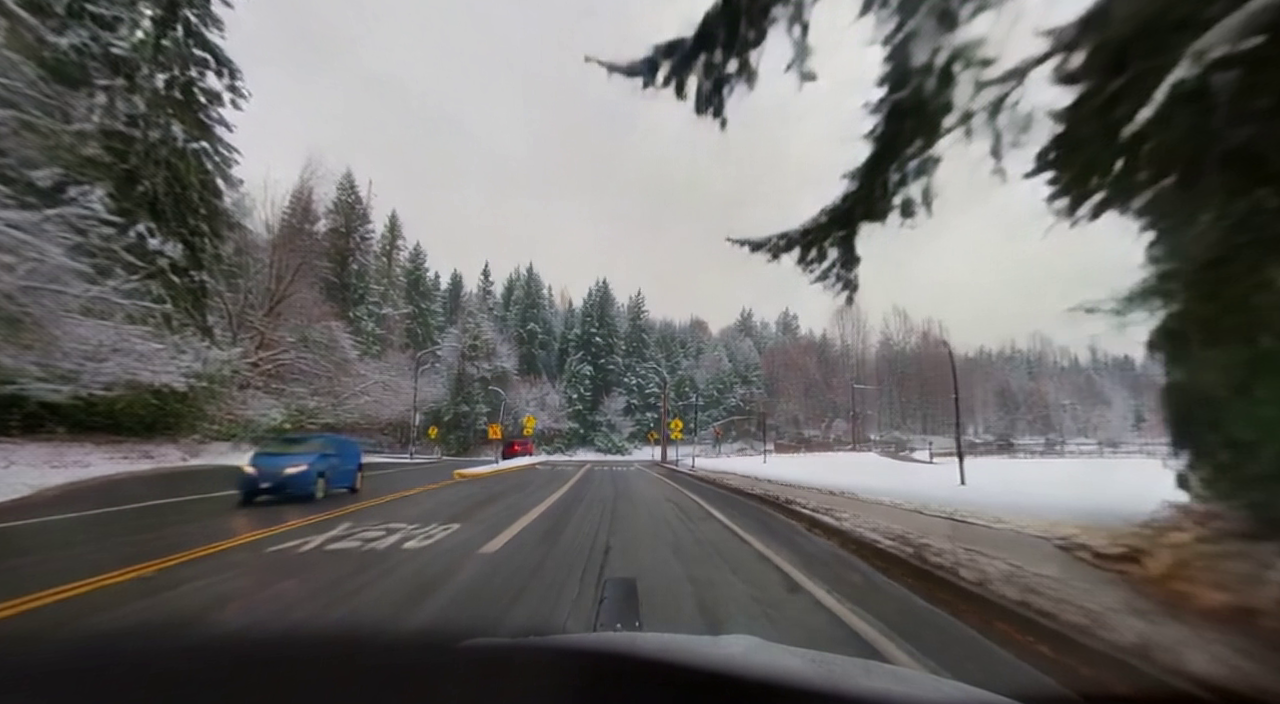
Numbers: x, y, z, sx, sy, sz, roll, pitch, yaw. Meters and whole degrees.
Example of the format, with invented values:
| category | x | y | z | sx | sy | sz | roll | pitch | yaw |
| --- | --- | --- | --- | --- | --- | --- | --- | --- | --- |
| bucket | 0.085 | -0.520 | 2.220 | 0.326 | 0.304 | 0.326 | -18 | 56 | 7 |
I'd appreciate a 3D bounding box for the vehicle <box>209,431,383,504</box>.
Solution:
| category | x | y | z | sx | sy | sz | roll | pitch | yaw |
| --- | --- | --- | --- | --- | --- | --- | --- | --- | --- |
| vehicle | -8.577 | 2.919 | 16.307 | 2.129 | 1.590 | 4.616 | 1 | -9 | -4 |
